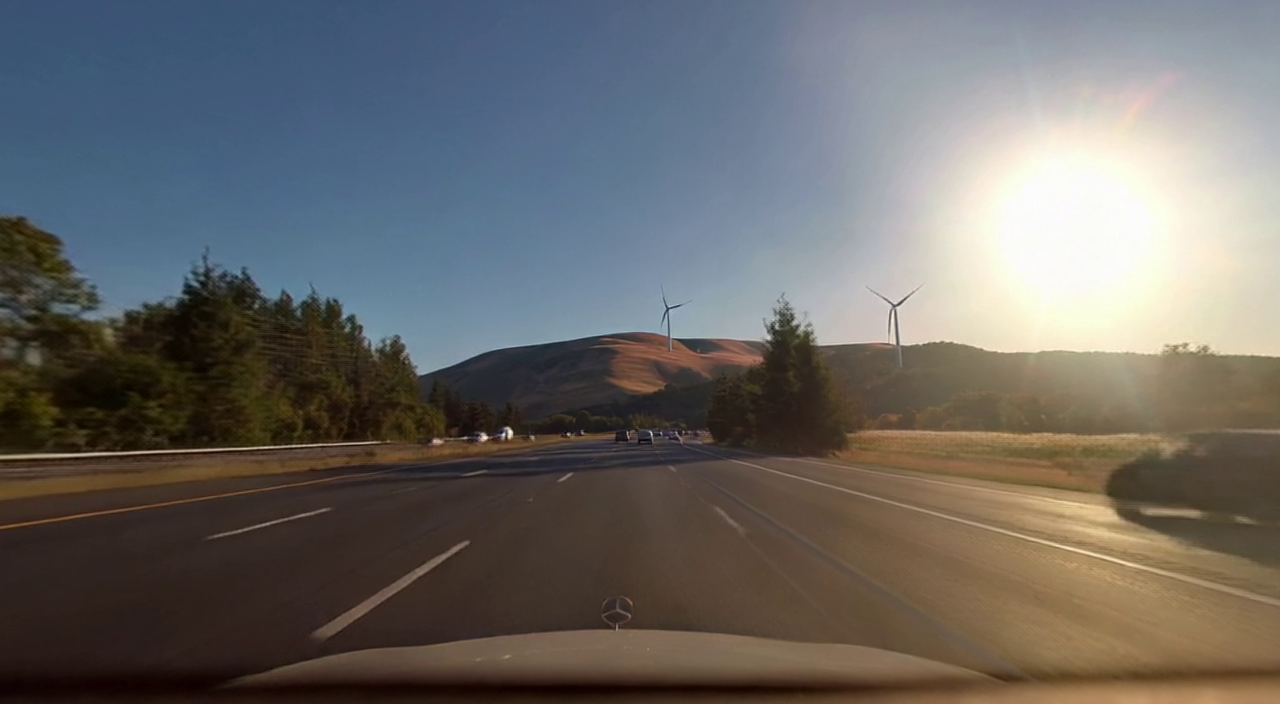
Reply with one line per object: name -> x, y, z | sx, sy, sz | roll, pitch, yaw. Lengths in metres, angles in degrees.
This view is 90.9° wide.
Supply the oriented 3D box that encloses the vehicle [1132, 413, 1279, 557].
vehicle -> 7.934, 1.497, 7.242 | 1.926, 1.559, 2.968 | 1, -8, -7
